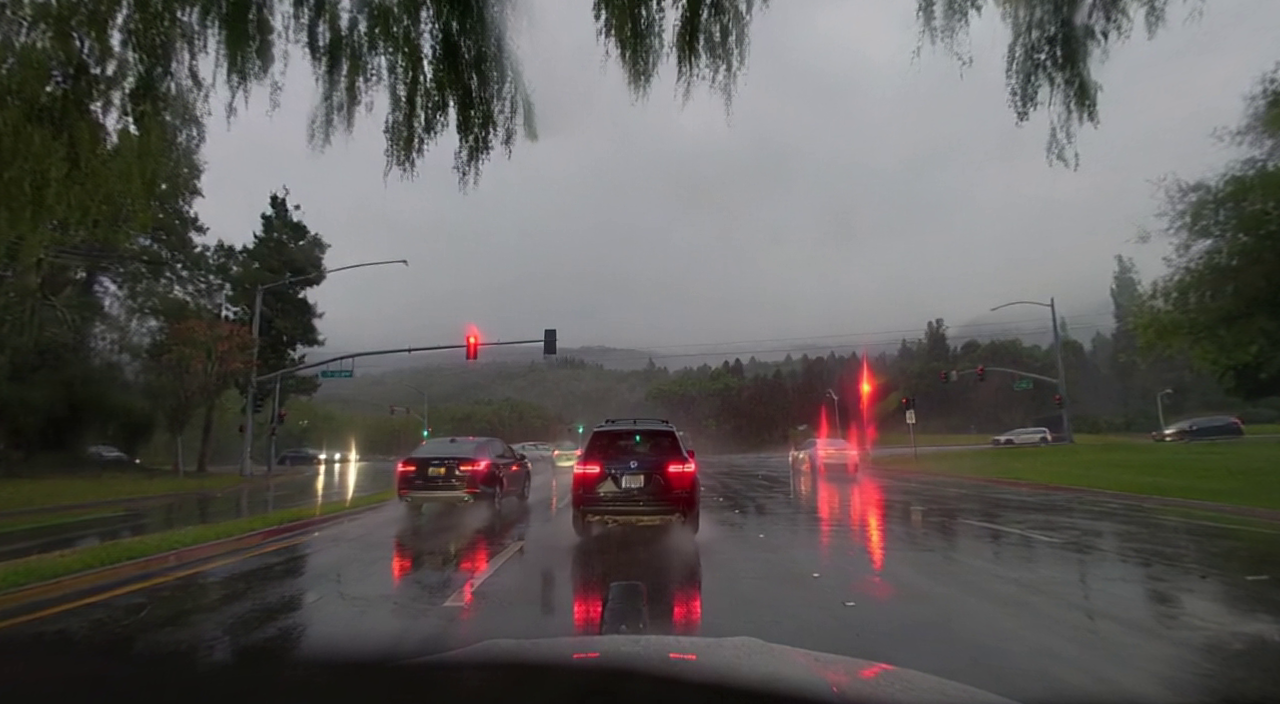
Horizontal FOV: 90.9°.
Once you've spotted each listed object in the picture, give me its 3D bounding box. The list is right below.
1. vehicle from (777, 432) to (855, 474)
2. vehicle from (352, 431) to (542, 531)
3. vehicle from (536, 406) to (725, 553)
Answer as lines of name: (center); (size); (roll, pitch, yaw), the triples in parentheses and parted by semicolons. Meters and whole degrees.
vehicle: (8.025, 4.661, 29.261); (2.166, 1.761, 4.692); (0, -8, -2)
vehicle: (-3.366, 2.366, 12.304); (2.061, 1.504, 5.142); (0, -8, 0)
vehicle: (-0.106, 1.861, 9.837); (2.298, 1.770, 4.138); (0, -8, 0)
